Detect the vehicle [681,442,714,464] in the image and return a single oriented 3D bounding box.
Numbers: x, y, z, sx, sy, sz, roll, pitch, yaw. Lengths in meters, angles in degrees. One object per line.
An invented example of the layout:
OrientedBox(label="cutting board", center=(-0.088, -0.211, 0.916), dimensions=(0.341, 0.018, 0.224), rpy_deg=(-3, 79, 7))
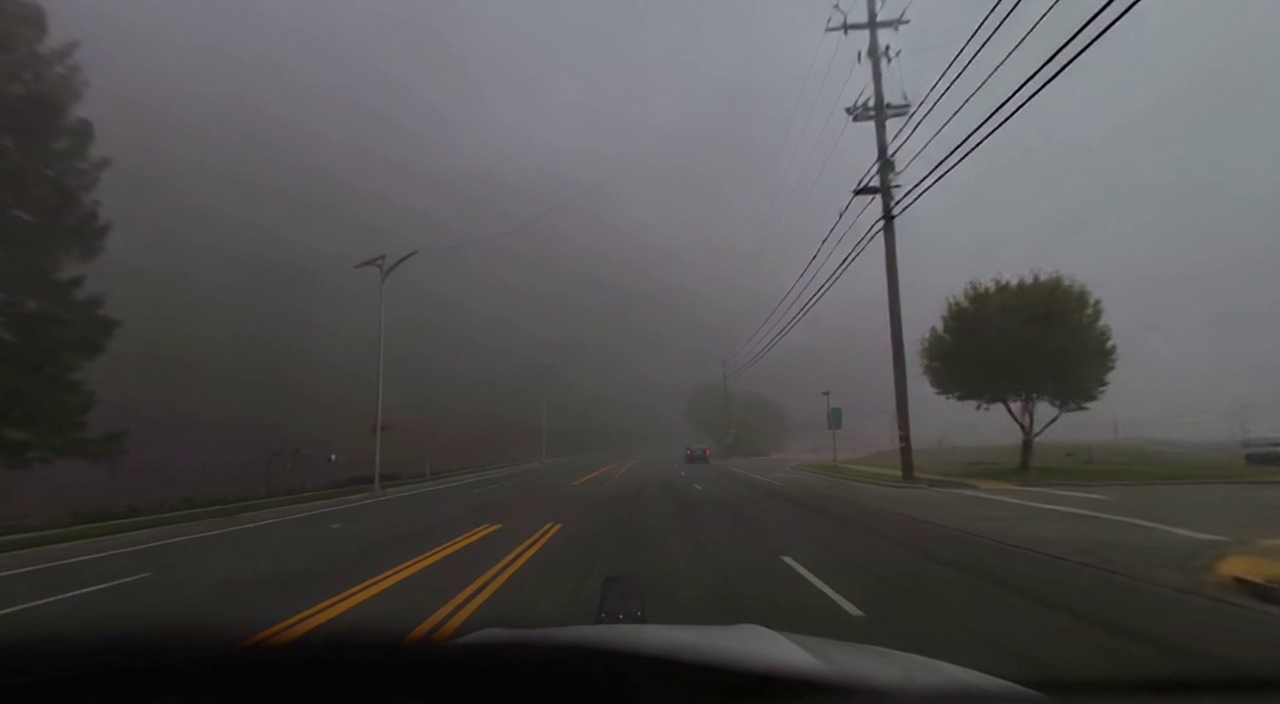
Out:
OrientedBox(label="vehicle", center=(4.070, 7.229, 45.318), dimensions=(2.015, 1.467, 4.117), rpy_deg=(-1, -8, 1))
